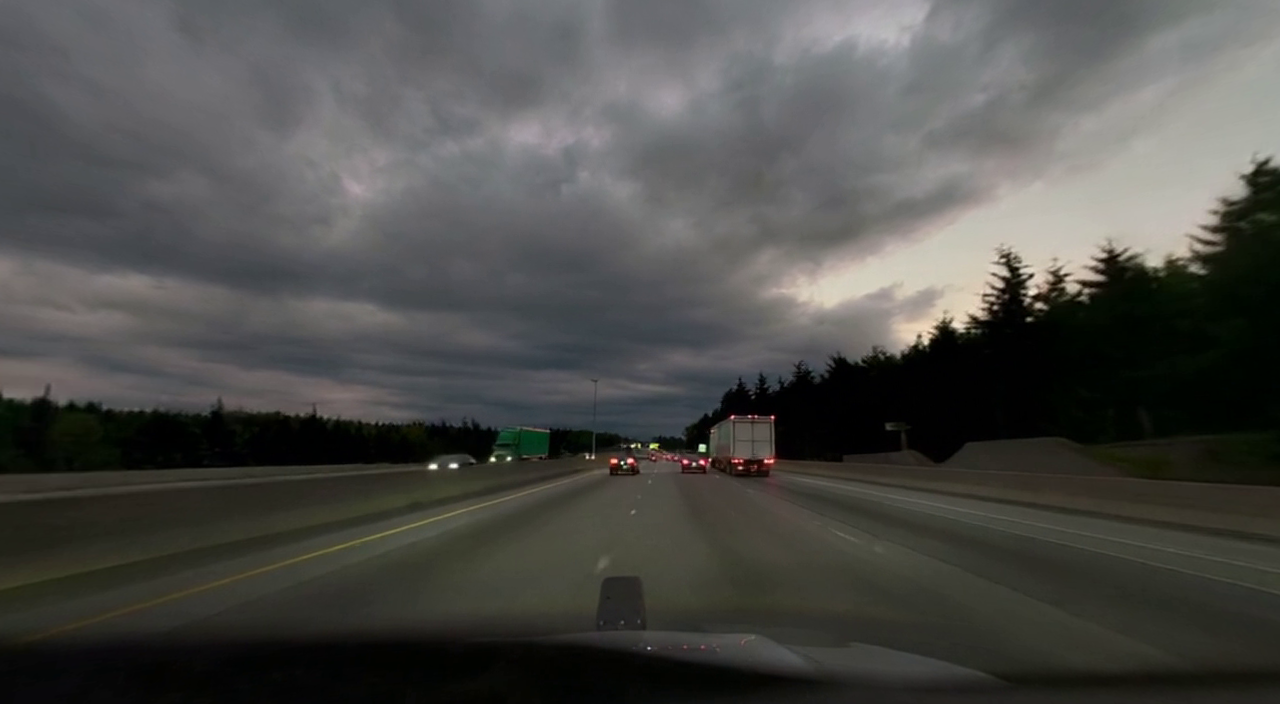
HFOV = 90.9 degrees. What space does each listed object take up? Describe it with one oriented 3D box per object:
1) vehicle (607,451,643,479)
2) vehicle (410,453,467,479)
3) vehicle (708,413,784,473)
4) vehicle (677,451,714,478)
[{"bbox_3d":[-0.808,6.663,37.453,1.960,1.579,4.384,0,-9,1],"label":"vehicle"},{"bbox_3d":[-12.319,6.998,38.804,1.901,1.472,4.374,0,-9,2],"label":"vehicle"},{"bbox_3d":[7.737,7.156,49.048,3.476,3.855,16.742,0,-9,2],"label":"vehicle"},{"bbox_3d":[3.304,6.837,38.408,1.957,1.541,4.099,0,-9,1],"label":"vehicle"}]
